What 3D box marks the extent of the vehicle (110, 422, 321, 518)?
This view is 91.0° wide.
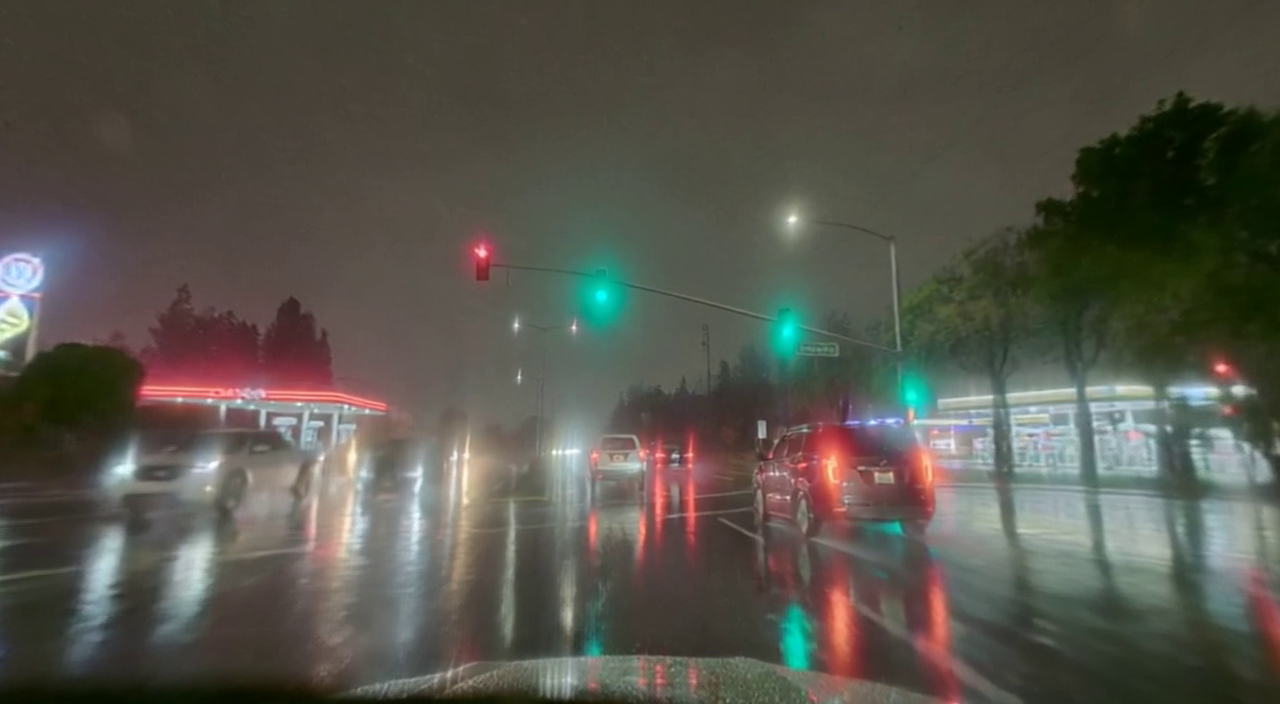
[{"bbox_3d":[-8.962,2.500,13.860,1.992,1.755,4.283,1,-8,-6],"label":"vehicle"}]

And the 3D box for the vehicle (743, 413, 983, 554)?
[{"bbox_3d":[3.161,1.961,10.069,2.000,1.745,4.206,1,-8,-5],"label":"vehicle"}]

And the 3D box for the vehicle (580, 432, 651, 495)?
[{"bbox_3d":[-0.887,3.513,20.251,2.051,1.798,4.168,1,-8,-5],"label":"vehicle"}]

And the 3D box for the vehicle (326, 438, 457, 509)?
[{"bbox_3d":[-6.037,2.959,15.888,1.987,1.505,4.337,1,-9,-7],"label":"vehicle"}]

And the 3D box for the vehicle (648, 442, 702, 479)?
[{"bbox_3d":[1.573,5.019,29.430,1.800,1.592,3.658,1,-9,-8],"label":"vehicle"}]
